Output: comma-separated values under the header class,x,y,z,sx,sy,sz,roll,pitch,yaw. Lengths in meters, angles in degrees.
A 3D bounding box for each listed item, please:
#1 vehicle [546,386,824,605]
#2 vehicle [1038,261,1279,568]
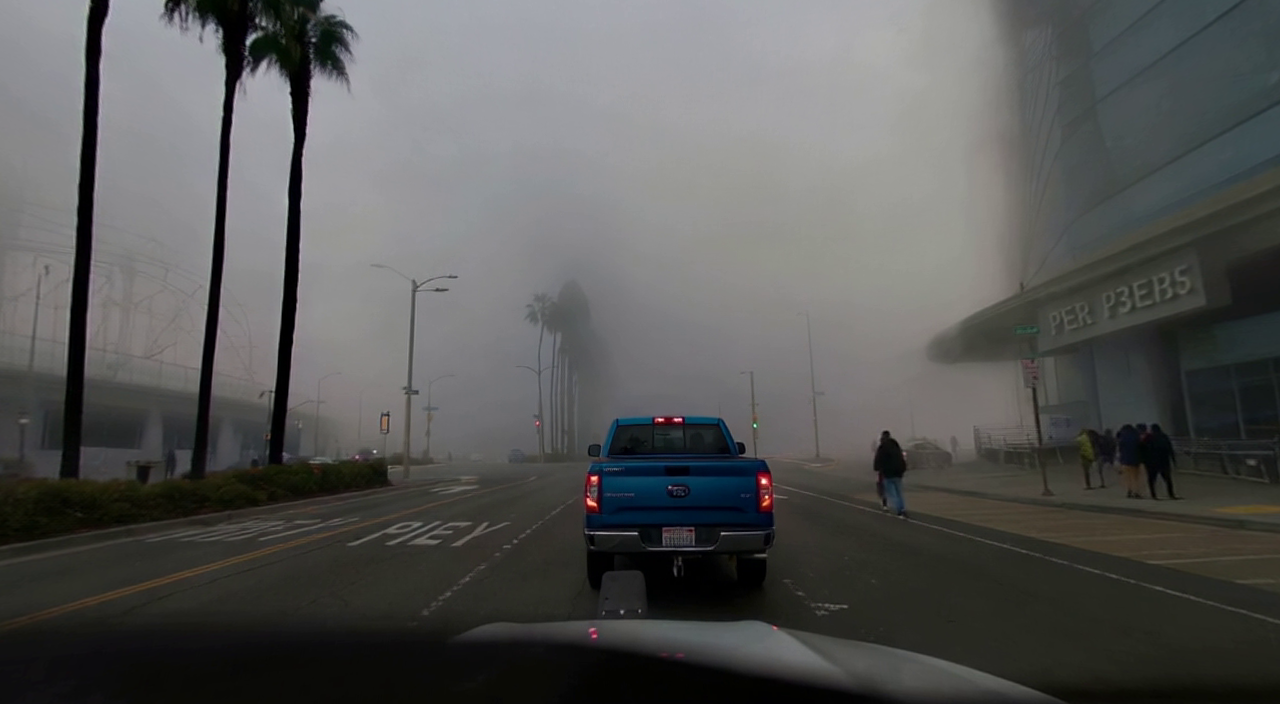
class,x,y,z,sx,sy,sz,roll,pitch,yaw
vehicle,0.404,1.591,7.981,2.311,1.819,5.255,0,-8,1
vehicle,7.907,0.880,8.603,2.666,3.345,3.622,-1,-9,7
